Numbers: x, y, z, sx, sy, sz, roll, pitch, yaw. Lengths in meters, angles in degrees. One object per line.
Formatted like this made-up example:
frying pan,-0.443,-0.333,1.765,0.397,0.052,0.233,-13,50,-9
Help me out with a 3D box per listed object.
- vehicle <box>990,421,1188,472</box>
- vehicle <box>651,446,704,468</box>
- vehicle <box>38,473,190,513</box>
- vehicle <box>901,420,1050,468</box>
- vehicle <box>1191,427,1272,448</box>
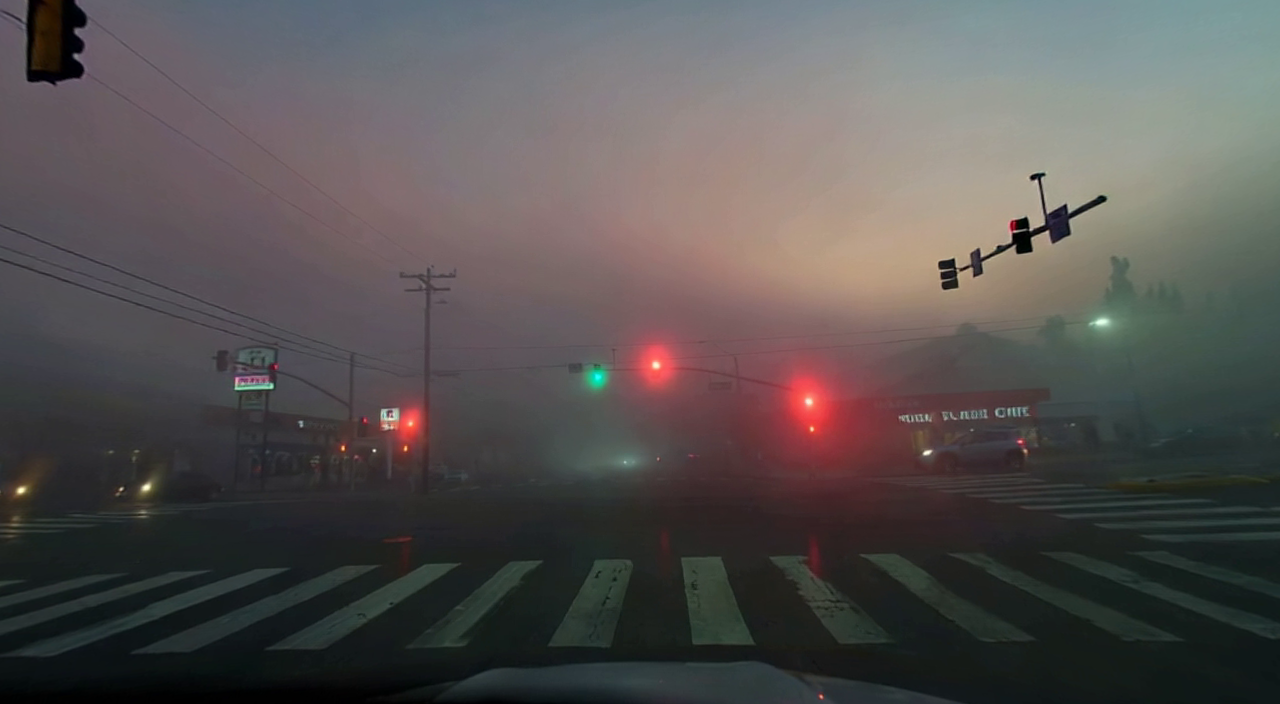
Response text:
vehicle,14.364,3.096,20.622,4.835,1.487,1.913,-4,-9,20
vehicle,2.627,7.527,45.623,1.969,1.491,4.612,3,-9,-23
vehicle,-21.283,5.690,25.665,4.676,1.463,1.909,-1,-8,6
vehicle,13.034,3.646,24.948,4.916,1.730,1.986,-4,-9,21
vehicle,42.041,6.062,44.909,4.347,1.446,1.777,1,-9,-9
